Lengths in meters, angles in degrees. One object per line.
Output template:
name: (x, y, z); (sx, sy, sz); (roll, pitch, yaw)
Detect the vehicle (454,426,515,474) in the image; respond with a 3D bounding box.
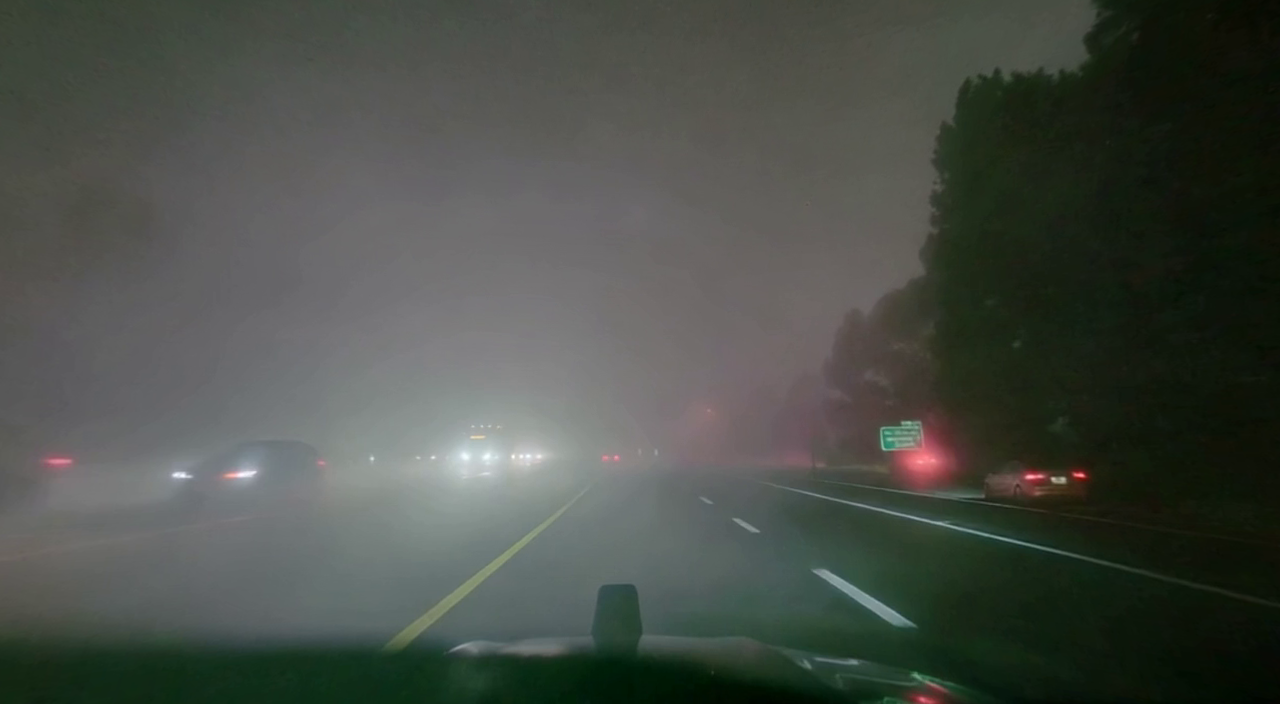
vehicle: (-9.280, 5.955, 38.121); (2.356, 2.637, 6.975); (0, -9, -4)

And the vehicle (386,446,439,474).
vehicle: (-14.280, 6.775, 39.583); (1.947, 1.647, 4.183); (0, -9, -3)

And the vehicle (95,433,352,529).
vehicle: (-7.778, 2.438, 12.419); (2.032, 1.521, 4.518); (0, -9, -1)

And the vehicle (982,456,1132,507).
vehicle: (14.270, 4.411, 21.832); (1.941, 1.536, 4.585); (0, -9, -2)
